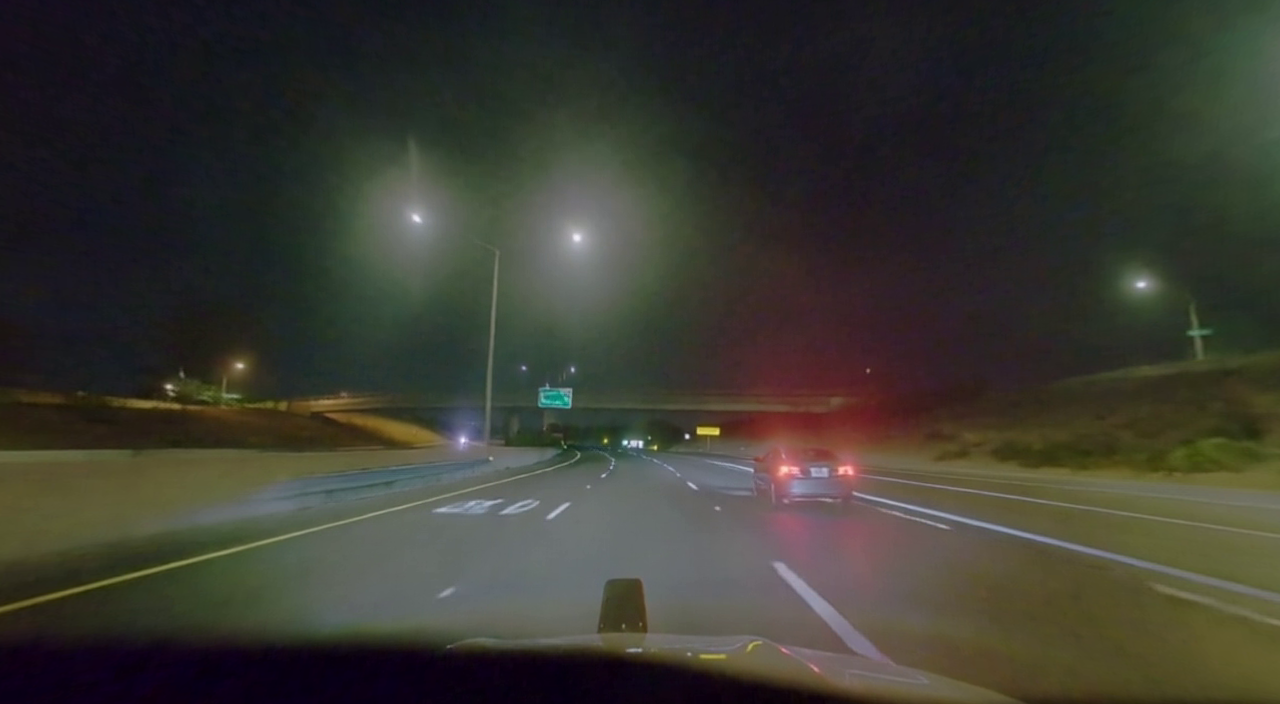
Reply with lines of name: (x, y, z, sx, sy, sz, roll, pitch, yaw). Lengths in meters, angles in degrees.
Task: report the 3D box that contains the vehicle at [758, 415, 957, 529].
vehicle: (3.715, 2.155, 11.930, 2.039, 1.701, 4.834, 0, -8, 0)
